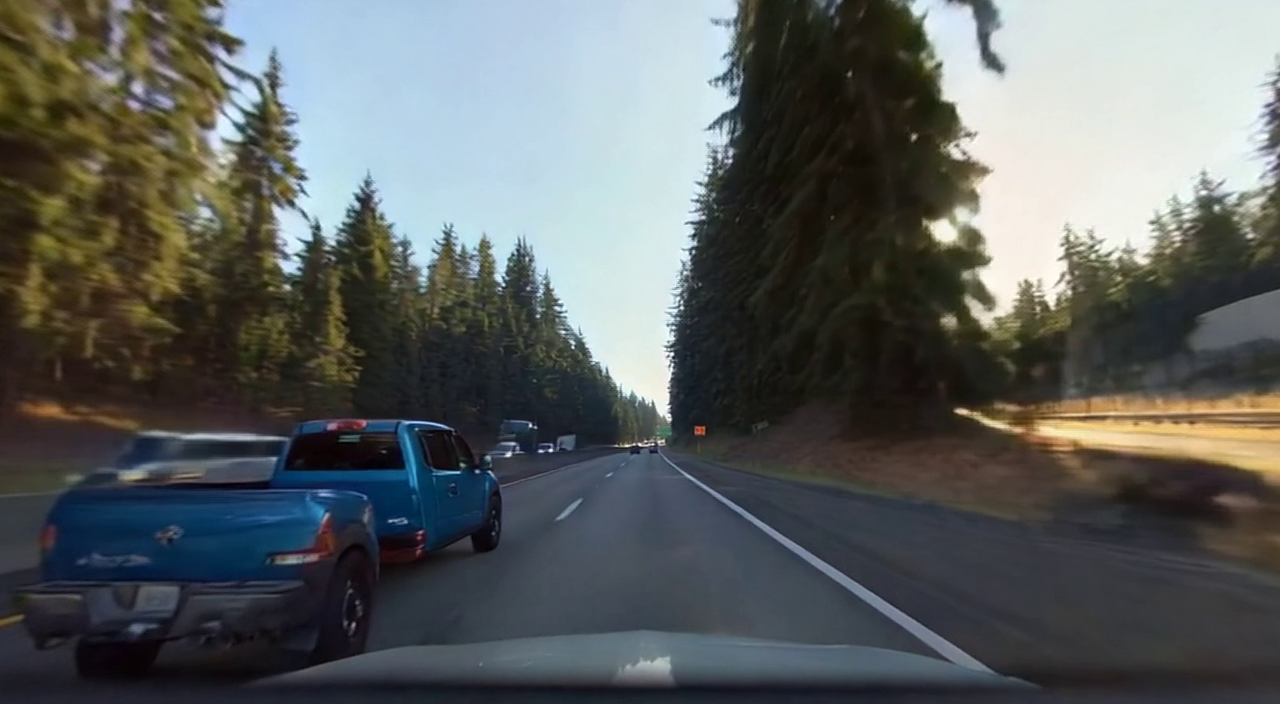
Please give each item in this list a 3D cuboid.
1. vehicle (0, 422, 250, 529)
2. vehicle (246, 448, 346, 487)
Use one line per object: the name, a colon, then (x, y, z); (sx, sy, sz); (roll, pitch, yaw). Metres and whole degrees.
vehicle: (-11.801, 2.647, 14.293); (2.263, 1.924, 5.585); (0, -8, 1)
vehicle: (-15.151, 5.075, 28.063); (1.848, 1.546, 4.464); (0, -8, 1)
